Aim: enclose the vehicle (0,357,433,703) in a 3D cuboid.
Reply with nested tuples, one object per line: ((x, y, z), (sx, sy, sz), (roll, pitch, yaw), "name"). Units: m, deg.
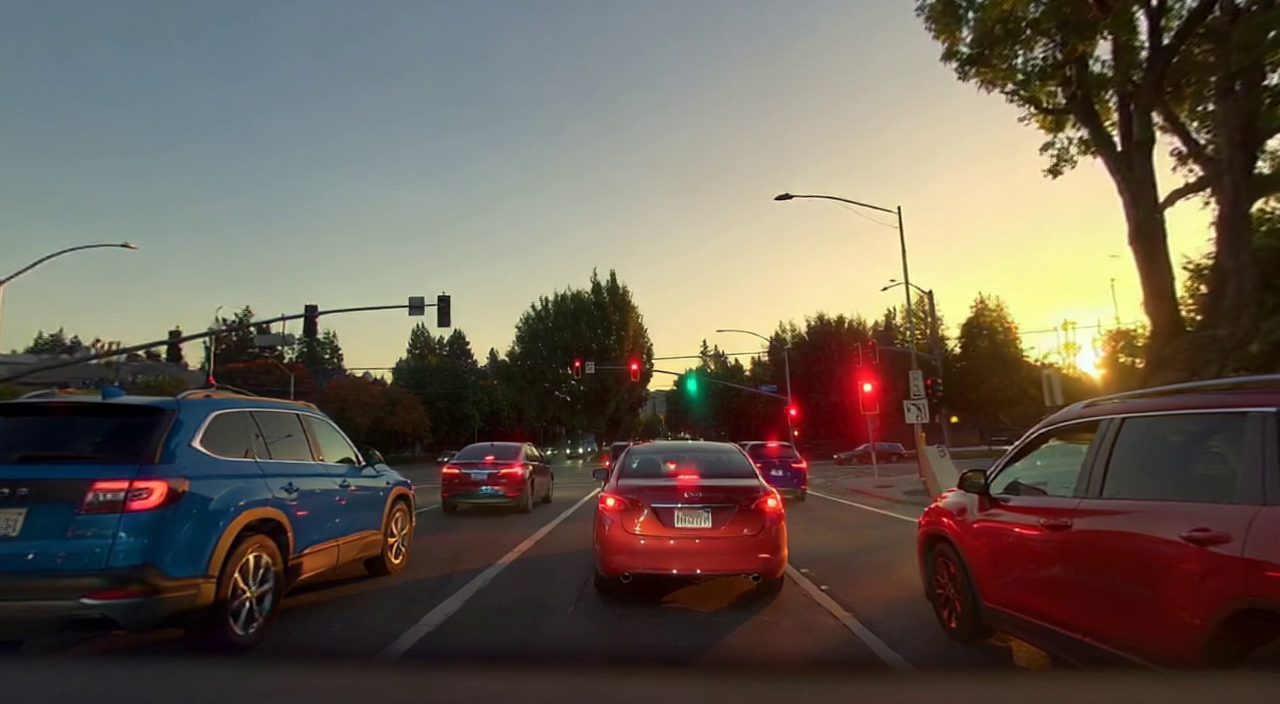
((-3.443, 1.216, 5.237), (1.889, 1.767, 4.289), (0, -8, 1), "vehicle")

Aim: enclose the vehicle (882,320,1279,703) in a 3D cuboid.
((3.056, 0.941, 3.163), (1.880, 1.747, 4.500), (0, -8, 0), "vehicle")

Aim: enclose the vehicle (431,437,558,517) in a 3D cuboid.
((-3.076, 2.716, 14.209), (1.868, 1.516, 4.114), (0, -8, 0), "vehicle")

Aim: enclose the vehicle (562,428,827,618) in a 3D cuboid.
((0.422, 1.623, 6.906), (2.051, 1.460, 3.932), (0, -8, 0), "vehicle")
